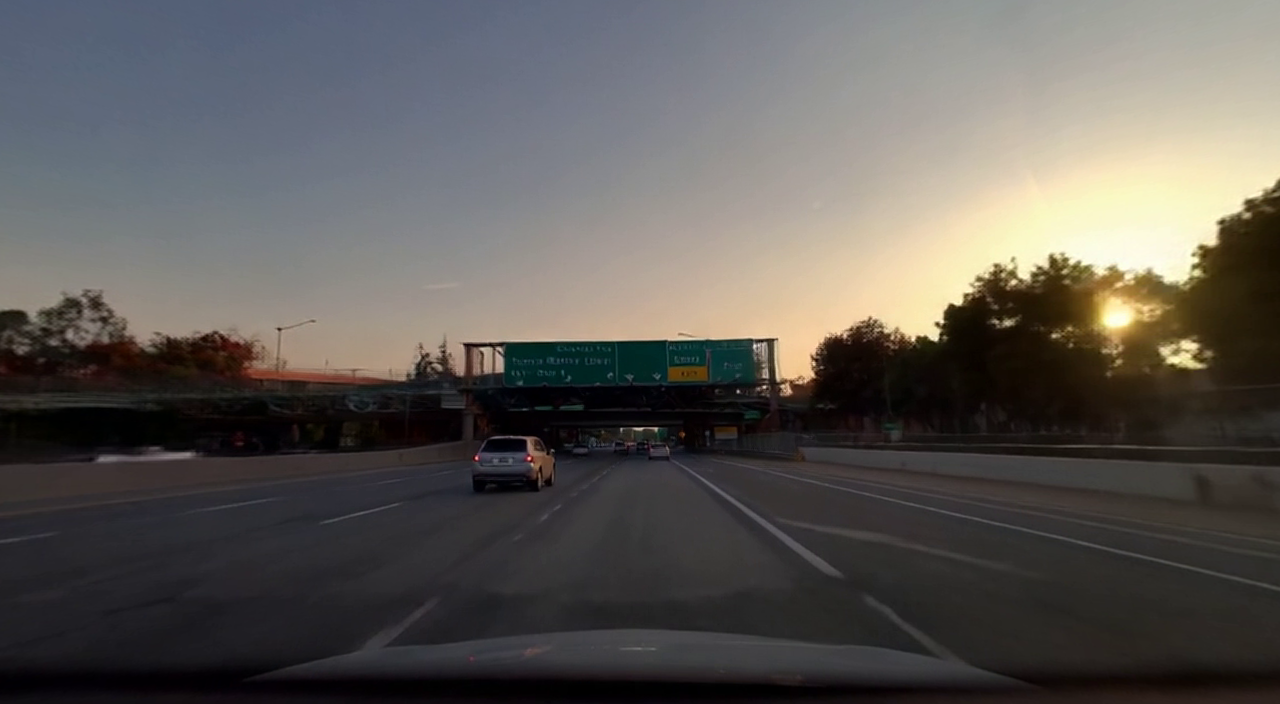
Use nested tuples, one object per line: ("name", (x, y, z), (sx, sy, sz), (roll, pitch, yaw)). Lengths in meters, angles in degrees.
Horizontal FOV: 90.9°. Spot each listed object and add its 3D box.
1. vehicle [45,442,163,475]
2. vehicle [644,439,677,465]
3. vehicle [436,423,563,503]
("vehicle", (-26.282, 5.214, 31.155), (1.857, 1.493, 4.452), (-1, -9, 0))
("vehicle", (1.307, 6.435, 40.789), (2.023, 1.589, 4.030), (-1, -8, 1))
("vehicle", (-3.430, 2.828, 16.411), (2.214, 1.759, 4.435), (-1, -8, 1))
